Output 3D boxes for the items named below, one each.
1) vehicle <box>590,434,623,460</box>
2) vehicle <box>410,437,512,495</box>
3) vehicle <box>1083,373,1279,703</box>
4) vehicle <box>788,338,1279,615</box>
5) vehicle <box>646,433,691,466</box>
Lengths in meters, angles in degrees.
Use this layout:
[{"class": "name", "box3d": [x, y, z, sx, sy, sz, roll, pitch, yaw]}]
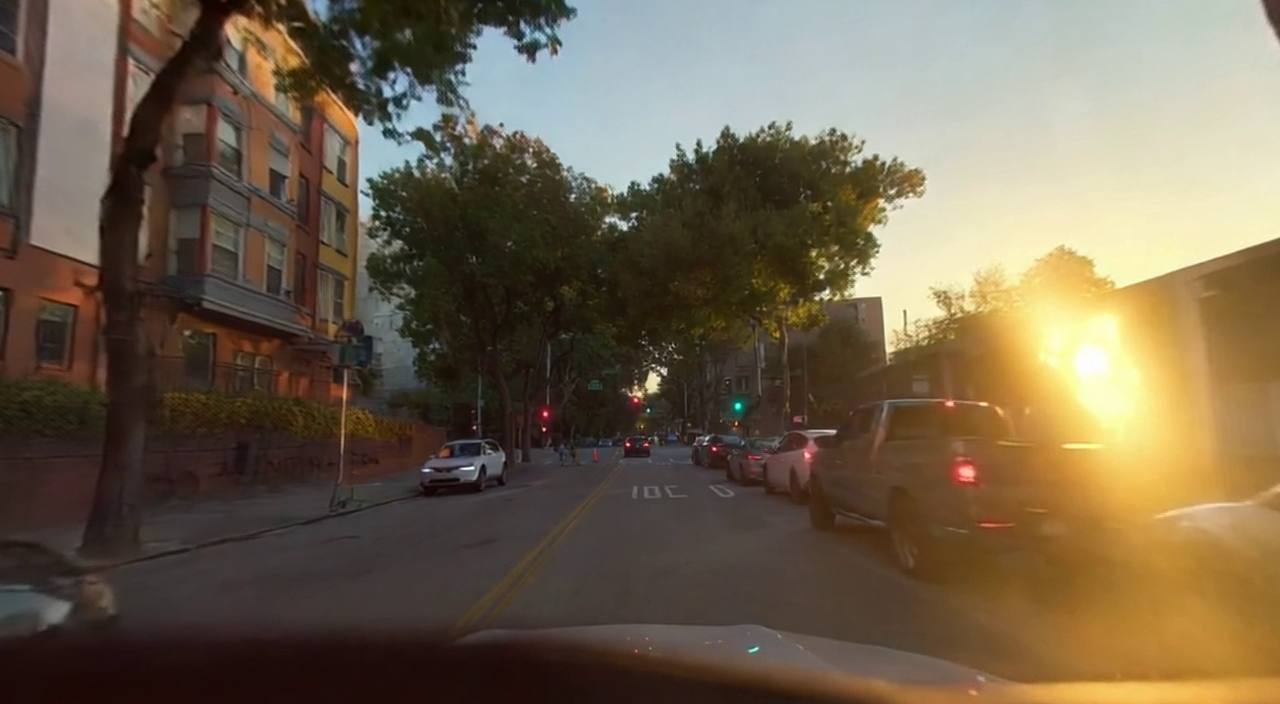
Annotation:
[{"class": "vehicle", "box3d": [-2.290, 6.628, 44.185, 1.979, 1.723, 3.849, 0, -8, 1]}, {"class": "vehicle", "box3d": [-5.913, 3.803, 21.499, 2.013, 1.772, 4.439, 0, -8, 2]}, {"class": "vehicle", "box3d": [3.936, 0.779, 2.073, 1.871, 1.603, 4.161, 0, -8, -1]}, {"class": "vehicle", "box3d": [3.649, 1.324, 7.601, 2.356, 2.043, 5.791, 0, -8, 0]}, {"class": "vehicle", "box3d": [1.566, 5.172, 33.672, 2.111, 1.619, 4.077, -1, -8, 7]}]
